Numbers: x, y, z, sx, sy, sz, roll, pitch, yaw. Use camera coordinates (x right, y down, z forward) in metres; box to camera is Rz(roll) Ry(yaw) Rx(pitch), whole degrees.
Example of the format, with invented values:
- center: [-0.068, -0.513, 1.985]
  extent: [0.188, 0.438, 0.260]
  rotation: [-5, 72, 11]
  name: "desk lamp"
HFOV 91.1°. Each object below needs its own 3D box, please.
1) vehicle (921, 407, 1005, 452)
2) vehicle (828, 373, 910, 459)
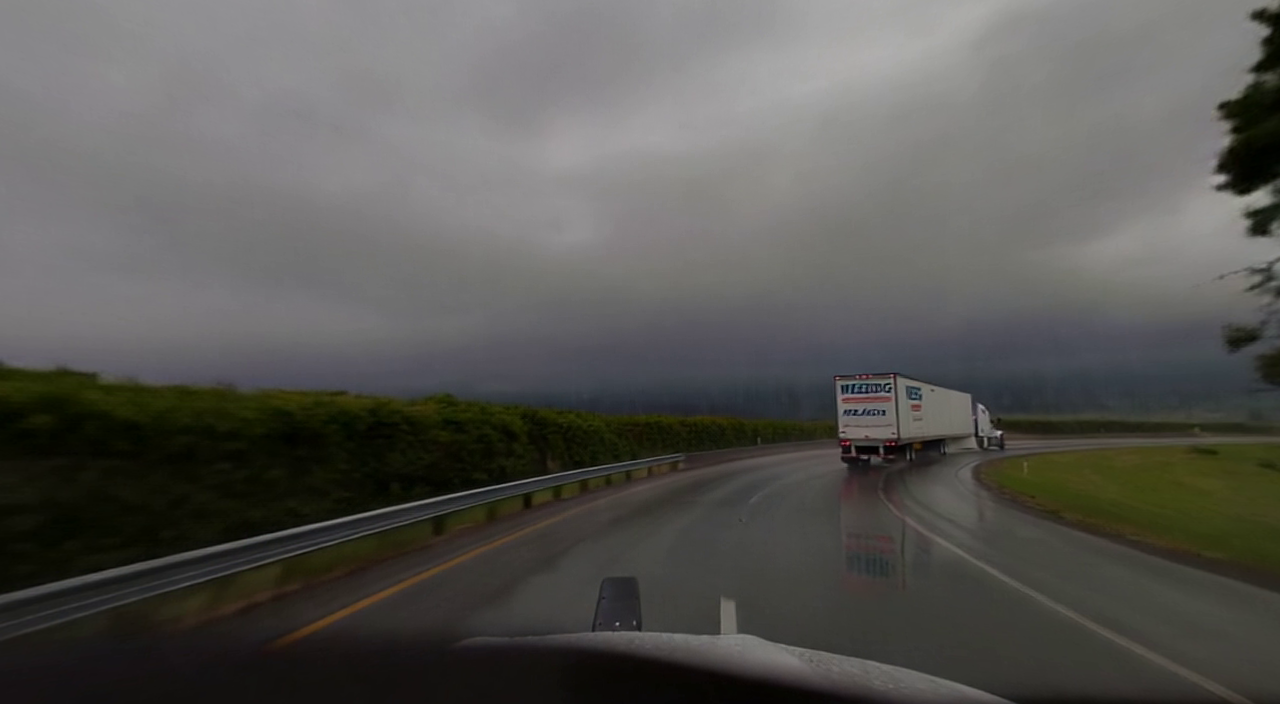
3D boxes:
- center: [19.844, 4.743, 38.398]
  extent: [6.650, 2.524, 2.120]
  rotation: [7, -10, -41]
  name: "vehicle"
- center: [10.803, 3.074, 29.624]
  extent: [2.963, 3.771, 3.137]
  rotation: [-4, -9, 30]
  name: "vehicle"
